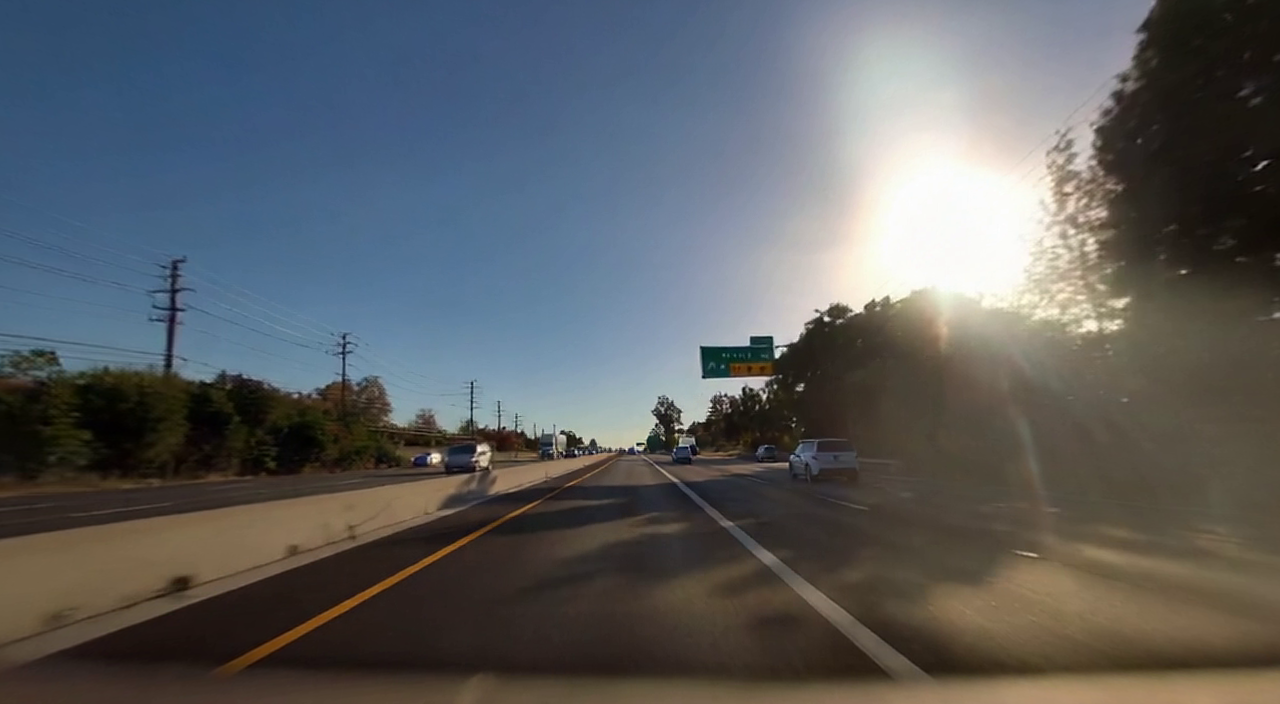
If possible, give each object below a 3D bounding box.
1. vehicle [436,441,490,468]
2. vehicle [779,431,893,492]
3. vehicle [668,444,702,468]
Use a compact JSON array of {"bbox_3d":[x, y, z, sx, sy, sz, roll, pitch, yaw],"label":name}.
[{"bbox_3d":[-12.161,7.102,43.766,2.180,1.736,5.401,0,-9,0],"label":"vehicle"},{"bbox_3d":[6.717,3.835,22.463,2.244,1.858,5.414,0,-9,-1],"label":"vehicle"},{"bbox_3d":[3.160,7.420,45.150,2.018,1.600,4.121,0,-9,-2],"label":"vehicle"}]
